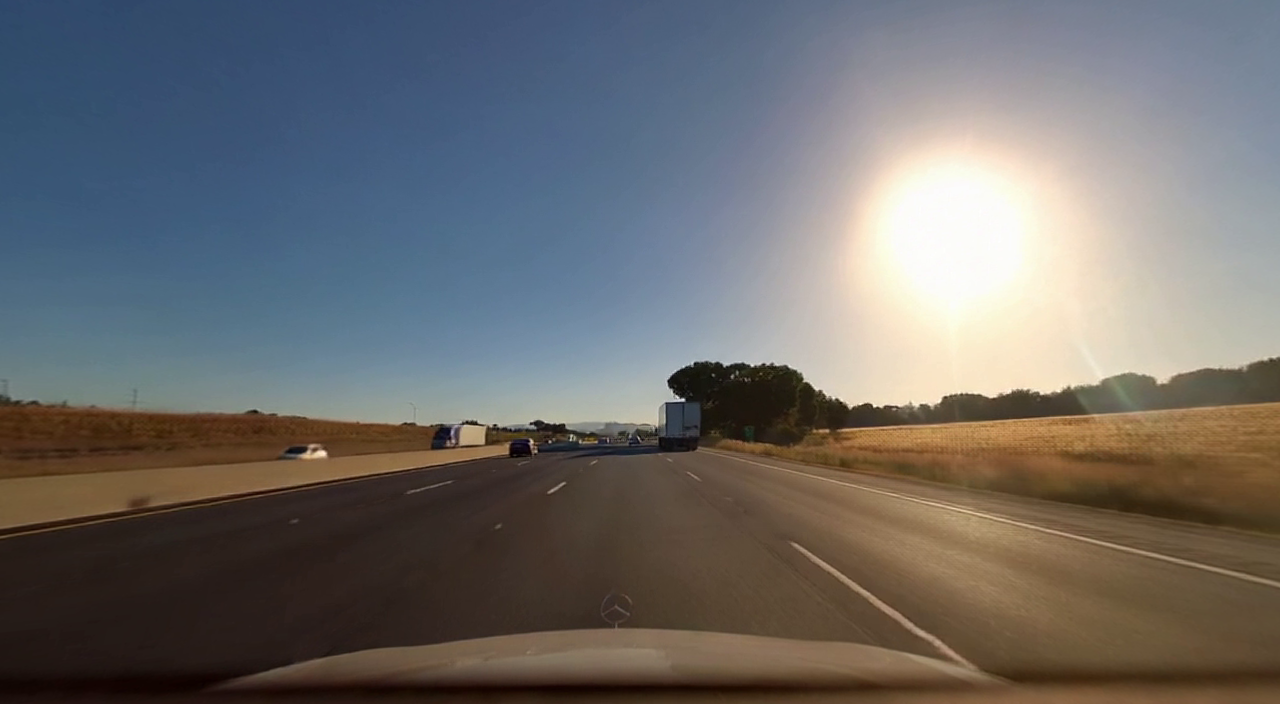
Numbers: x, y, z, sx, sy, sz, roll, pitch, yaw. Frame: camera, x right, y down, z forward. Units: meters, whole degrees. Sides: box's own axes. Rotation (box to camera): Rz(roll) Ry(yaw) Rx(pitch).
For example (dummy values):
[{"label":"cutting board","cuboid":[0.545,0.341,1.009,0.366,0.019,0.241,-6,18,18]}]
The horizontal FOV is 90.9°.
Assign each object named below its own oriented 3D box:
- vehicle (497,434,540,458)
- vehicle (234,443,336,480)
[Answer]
[{"label":"vehicle","cuboid":[-7.915,6.165,41.491,2.018,1.454,4.290,0,-8,-1]},{"label":"vehicle","cuboid":[-16.037,4.945,28.760,2.083,1.500,4.374,0,-8,0]}]
